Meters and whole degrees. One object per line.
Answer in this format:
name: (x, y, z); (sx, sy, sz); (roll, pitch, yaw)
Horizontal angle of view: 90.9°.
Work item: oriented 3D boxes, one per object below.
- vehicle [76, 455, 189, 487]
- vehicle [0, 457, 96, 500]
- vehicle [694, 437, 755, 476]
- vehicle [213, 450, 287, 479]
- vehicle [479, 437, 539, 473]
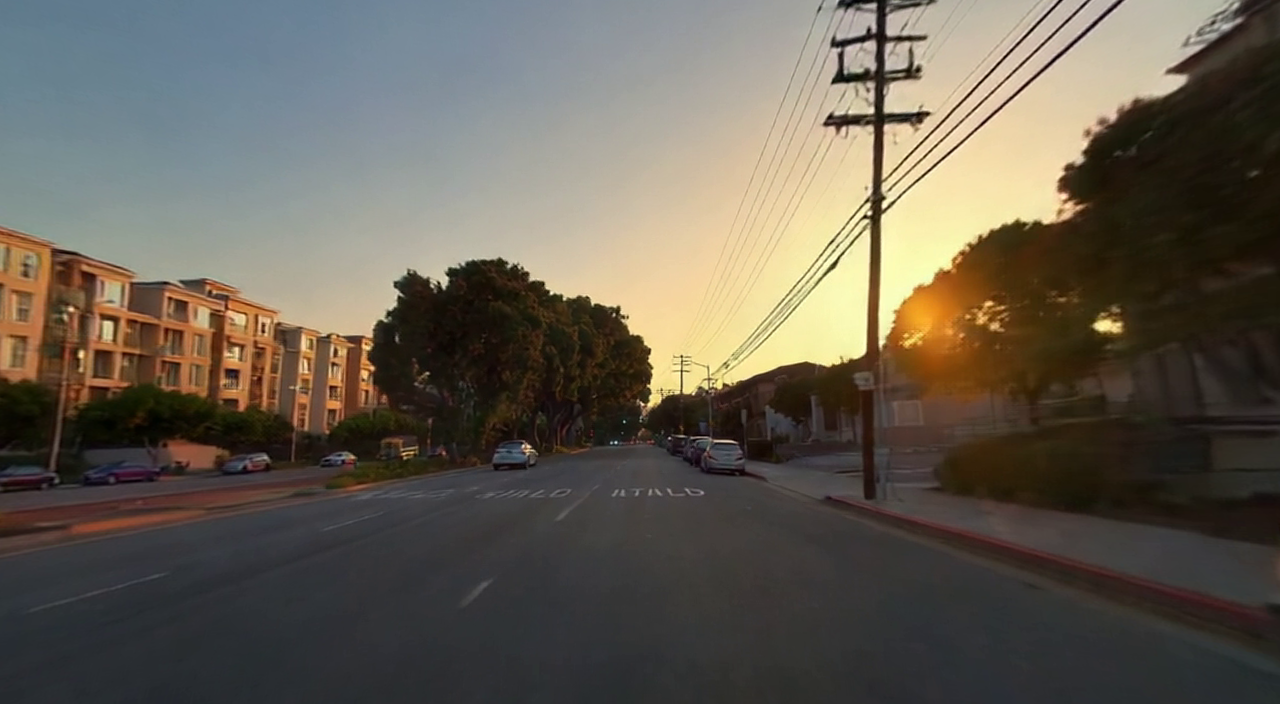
vehicle: (-25.807, 6.054, 32.314); (1.935, 1.487, 4.600); (-1, -10, 0)
vehicle: (-25.860, 5.359, 26.635); (1.857, 1.472, 4.422); (-4, -7, 1)
vehicle: (3.665, 4.606, 28.087); (2.048, 1.556, 4.753); (0, -8, 0)
vehicle: (-25.752, 7.405, 41.851); (1.959, 1.707, 4.481); (0, -8, 0)
vehicle: (-6.517, 5.176, 31.950); (2.000, 1.671, 4.497); (0, -8, 1)
